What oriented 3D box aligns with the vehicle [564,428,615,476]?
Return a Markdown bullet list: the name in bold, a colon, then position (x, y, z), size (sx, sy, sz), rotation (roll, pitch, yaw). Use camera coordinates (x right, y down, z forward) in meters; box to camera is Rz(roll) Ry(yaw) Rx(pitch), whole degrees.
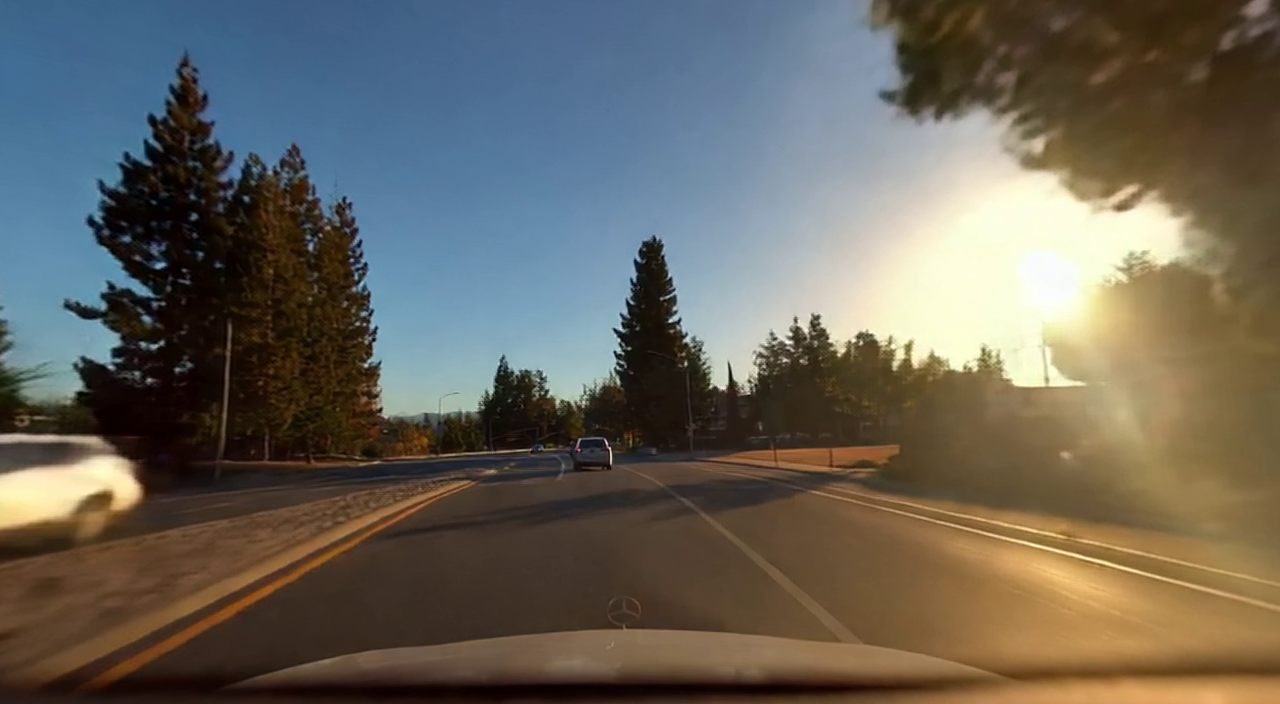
- **vehicle**: position (-2.391, 4.582, 28.892), size (2.072, 2.002, 4.391), rotation (1, -8, -8)
